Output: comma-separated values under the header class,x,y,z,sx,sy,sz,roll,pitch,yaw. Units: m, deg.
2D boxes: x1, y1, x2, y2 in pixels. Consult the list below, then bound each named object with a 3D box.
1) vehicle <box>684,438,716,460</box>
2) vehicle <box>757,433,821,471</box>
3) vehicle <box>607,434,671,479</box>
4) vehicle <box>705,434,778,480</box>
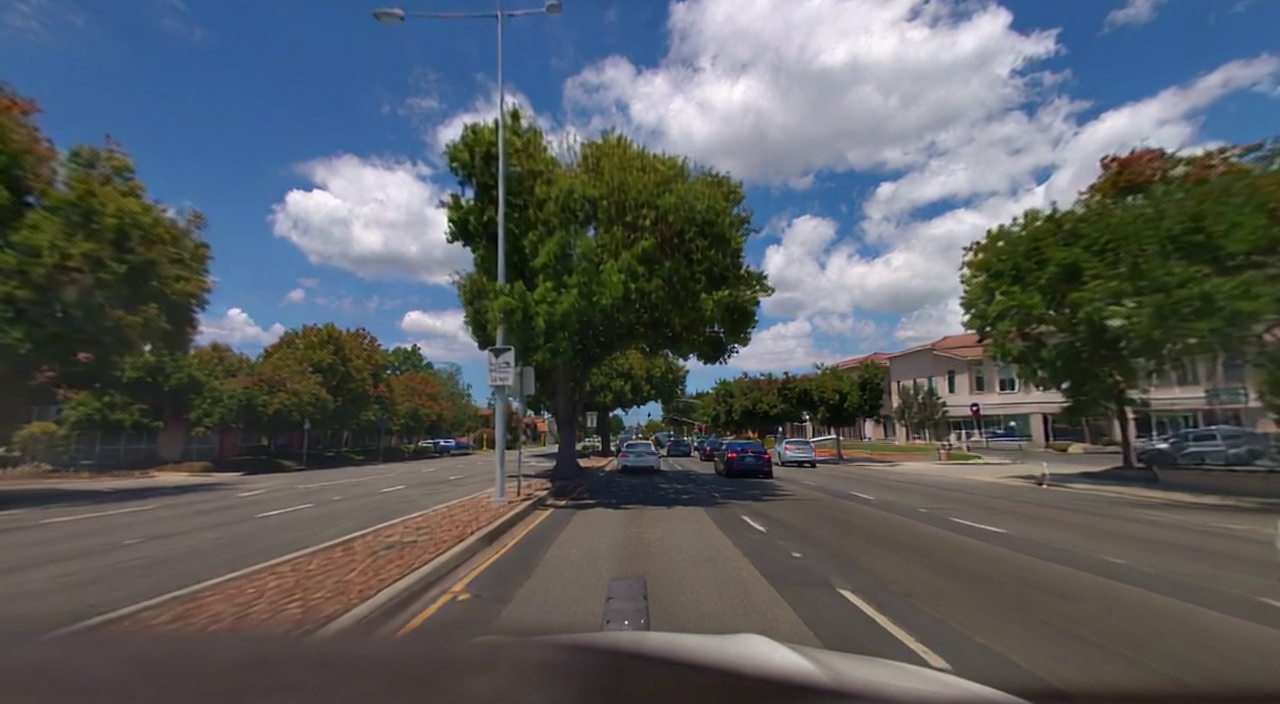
class,x,y,z,sx,sy,sz,roll,pitch,yaw
vehicle,4.242,6.882,44.903,1.862,1.457,4.204,0,-8,0
vehicle,7.320,4.940,31.457,2.044,1.701,4.397,1,-8,-1
vehicle,-0.033,3.727,22.860,2.096,1.473,3.893,0,-8,0
vehicle,3.631,3.811,23.333,1.988,1.528,4.144,0,-8,0
